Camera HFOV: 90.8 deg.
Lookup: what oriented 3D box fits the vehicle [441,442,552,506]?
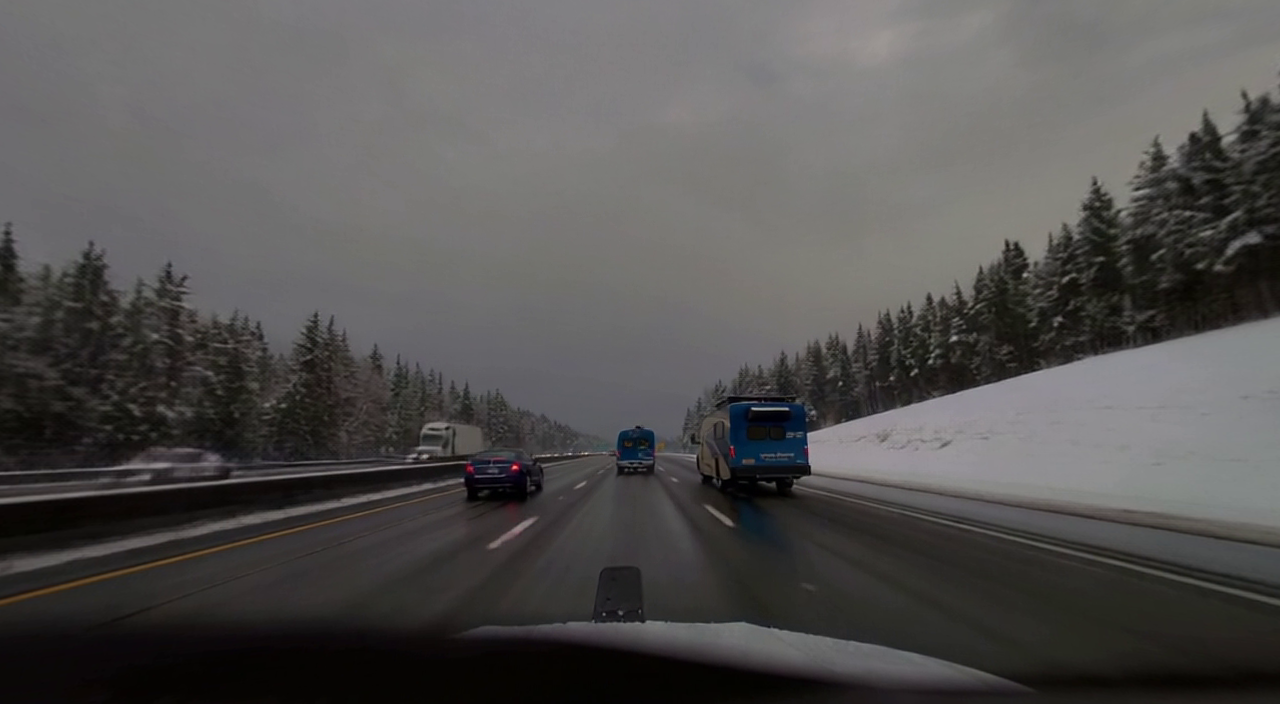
[{"bbox_3d":[-3.782,3.290,17.500,1.959,1.502,4.559,0,-9,1],"label":"vehicle"}]

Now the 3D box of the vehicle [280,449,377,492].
[{"bbox_3d":[-11.534,4.375,23.653,1.724,1.444,3.710,0,-9,1],"label":"vehicle"}]

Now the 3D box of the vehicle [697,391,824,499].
[{"bbox_3d":[3.593,3.064,20.791,2.607,2.910,7.252,0,-9,-1],"label":"vehicle"}]

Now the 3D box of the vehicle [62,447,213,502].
[{"bbox_3d":[-15.700,3.807,19.992,1.875,1.545,3.440,0,-9,1],"label":"vehicle"}]

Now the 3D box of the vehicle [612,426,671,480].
[{"bbox_3d":[0.043,4.750,29.772,2.524,2.310,4.986,0,-9,0],"label":"vehicle"}]

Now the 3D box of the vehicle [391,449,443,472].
[{"bbox_3d":[-15.764,7.702,44.859,2.046,1.505,4.296,0,-9,0],"label":"vehicle"}]
